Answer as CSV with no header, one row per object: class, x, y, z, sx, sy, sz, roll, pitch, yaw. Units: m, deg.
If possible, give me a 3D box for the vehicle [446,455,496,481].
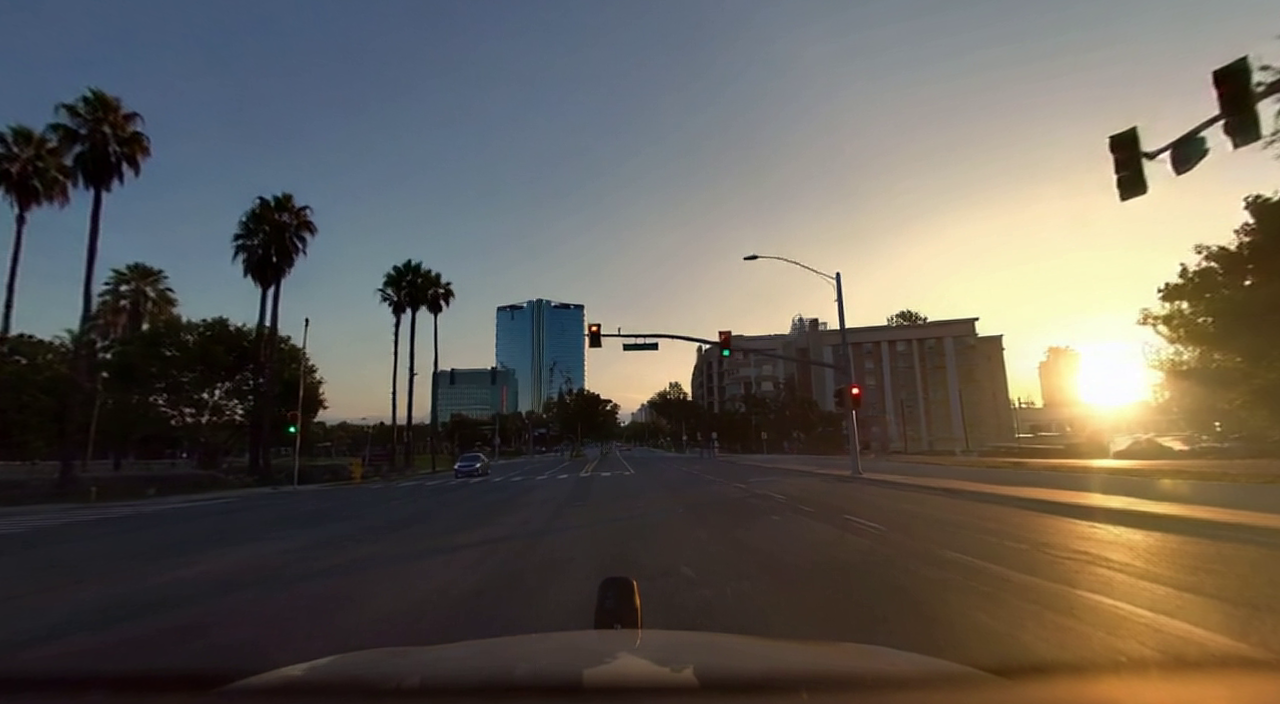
vehicle,-10.756,7.405,40.532,2.149,1.477,4.186,0,-9,-2
